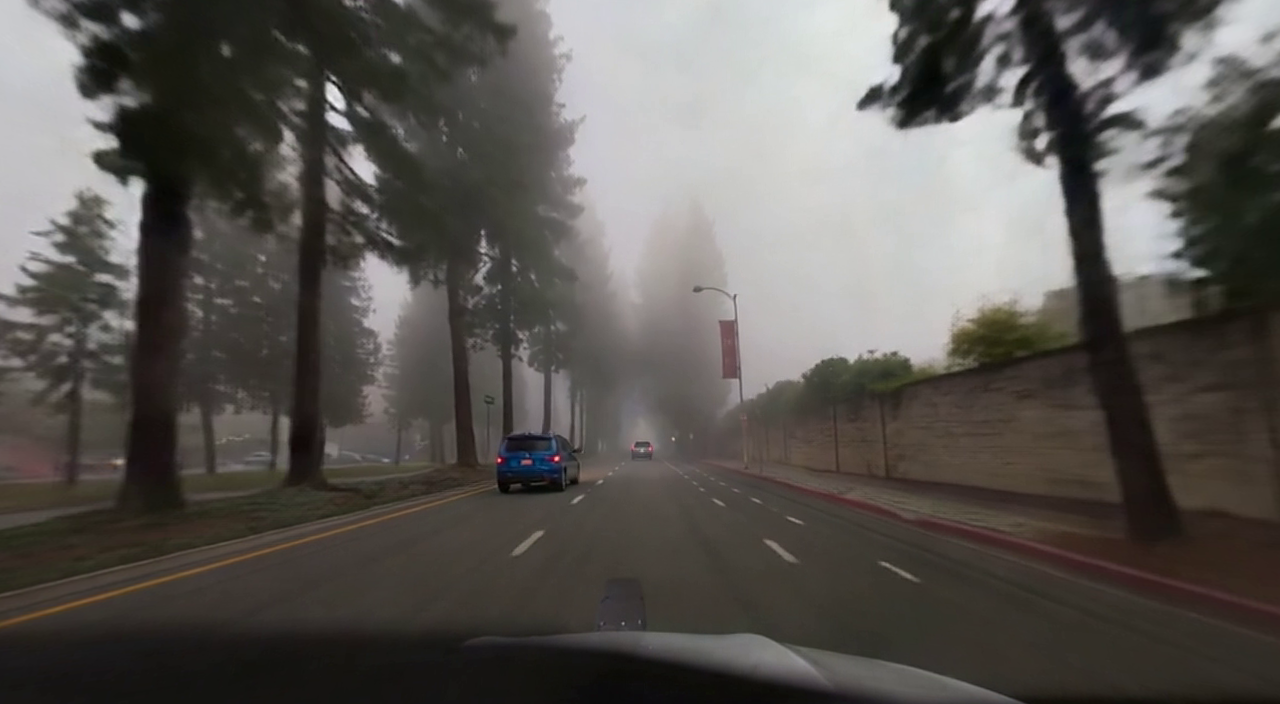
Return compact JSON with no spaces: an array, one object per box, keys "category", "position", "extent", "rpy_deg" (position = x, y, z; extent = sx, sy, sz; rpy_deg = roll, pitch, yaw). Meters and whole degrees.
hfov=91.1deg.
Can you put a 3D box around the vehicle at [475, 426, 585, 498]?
[{"category":"vehicle","position":[-3.041,3.175,18.567],"extent":[2.281,1.837,4.845],"rpy_deg":[0,-8,1]}]
